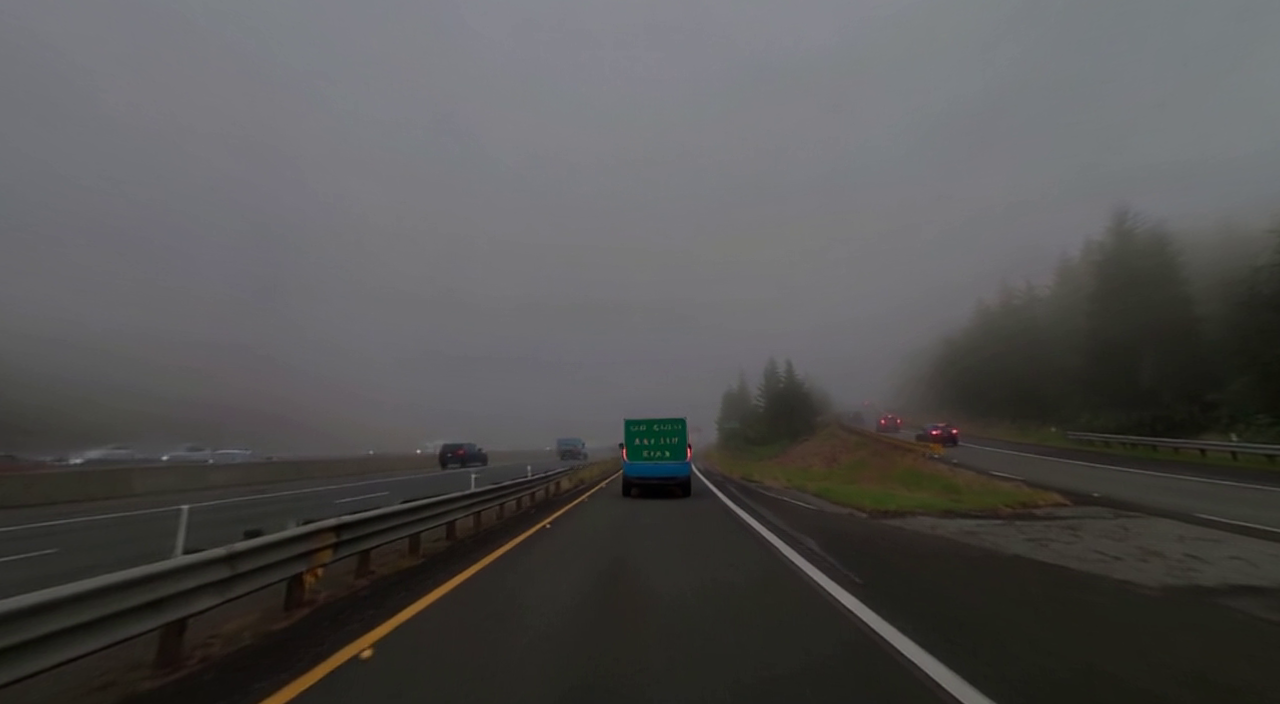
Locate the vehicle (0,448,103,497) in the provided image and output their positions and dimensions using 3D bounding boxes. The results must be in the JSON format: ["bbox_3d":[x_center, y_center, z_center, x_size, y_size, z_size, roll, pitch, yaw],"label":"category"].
[{"bbox_3d":[-20.483,3.889,20.511,1.884,1.447,4.502,-1,-8,3],"label":"vehicle"}]

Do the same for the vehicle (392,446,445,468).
[{"bbox_3d":[-15.765,7.482,45.133,1.825,1.437,4.692,-1,-8,4],"label":"vehicle"}]

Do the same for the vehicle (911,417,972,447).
[{"bbox_3d":[17.934,4.825,37.770,2.098,1.654,4.637,-2,-9,11],"label":"vehicle"}]

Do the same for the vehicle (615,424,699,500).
[{"bbox_3d":[0.435,3.045,17.773,2.043,1.821,4.558,-1,-8,0],"label":"vehicle"}]

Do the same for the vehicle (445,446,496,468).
[{"bbox_3d":[-11.727,7.288,43.967,1.918,1.451,4.668,-1,-9,4],"label":"vehicle"}]

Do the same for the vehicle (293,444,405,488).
[{"bbox_3d":[-11.471,4.493,25.275,1.958,1.545,4.588,-1,-8,5],"label":"vehicle"}]
